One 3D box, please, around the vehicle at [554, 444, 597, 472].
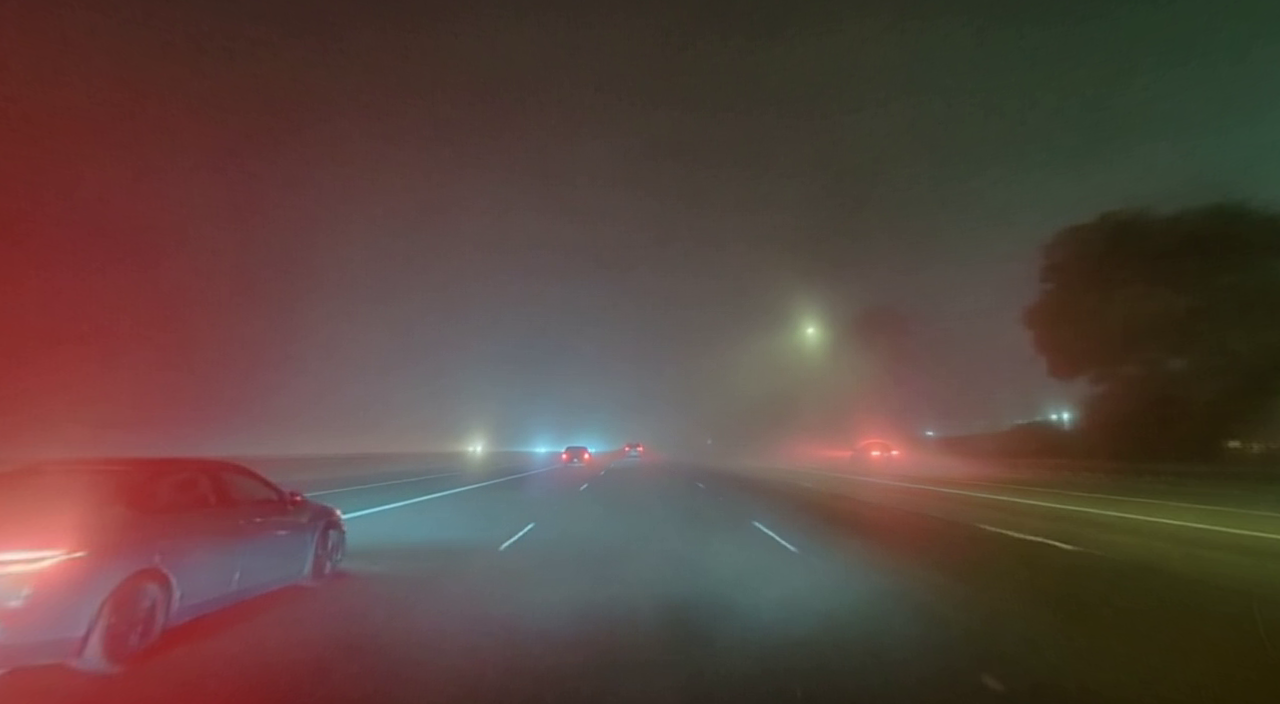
[{"bbox_3d":[-3.912,6.510,39.048,2.140,1.574,4.946,0,-8,0],"label":"vehicle"}]
